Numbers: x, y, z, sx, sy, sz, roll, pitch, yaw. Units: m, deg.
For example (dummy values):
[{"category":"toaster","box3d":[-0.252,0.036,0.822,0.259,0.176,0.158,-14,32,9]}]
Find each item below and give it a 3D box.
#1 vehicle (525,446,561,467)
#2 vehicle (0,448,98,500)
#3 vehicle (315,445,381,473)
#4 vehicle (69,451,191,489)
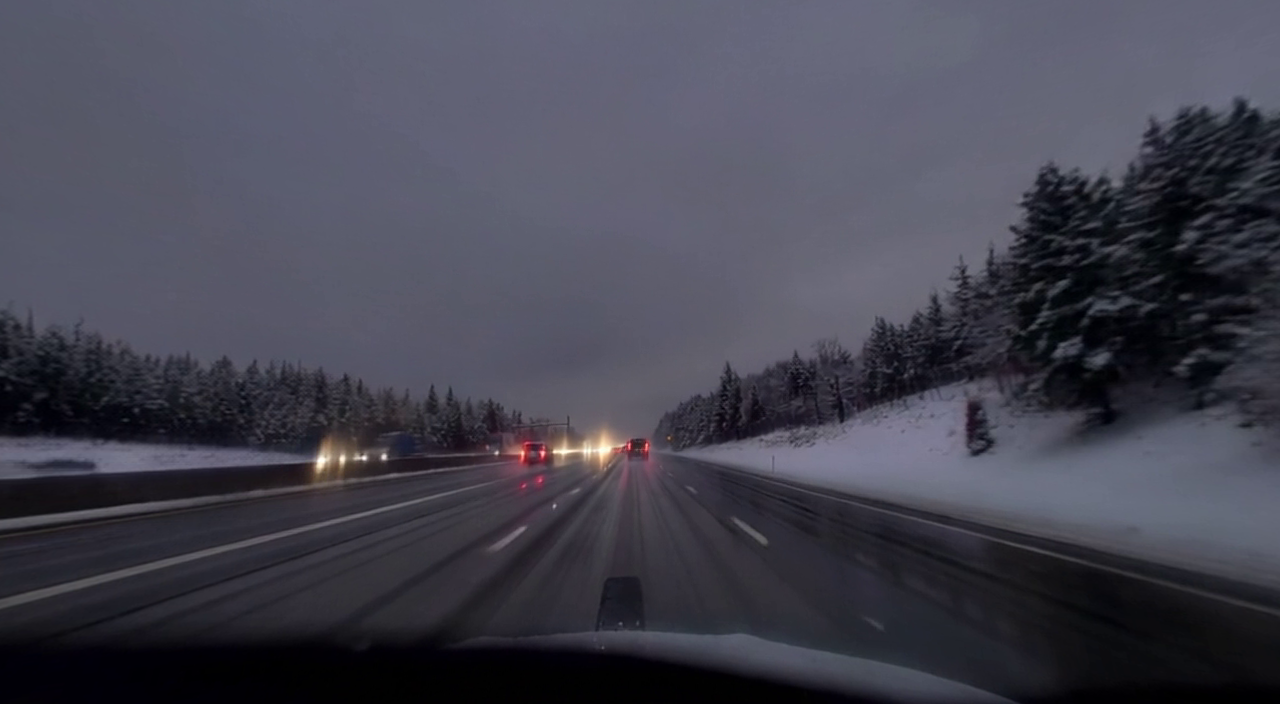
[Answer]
[{"category":"vehicle","box3d":[-7.265,7.937,47.856,1.973,1.494,4.419,0,-9,1]},{"category":"vehicle","box3d":[-19.070,3.653,19.034,1.780,1.466,3.993,0,-9,1]},{"category":"vehicle","box3d":[-19.302,7.092,42.027,1.959,1.678,5.042,0,-9,0]},{"category":"vehicle","box3d":[-22.834,5.271,28.502,1.872,1.519,4.325,0,-9,0]}]
